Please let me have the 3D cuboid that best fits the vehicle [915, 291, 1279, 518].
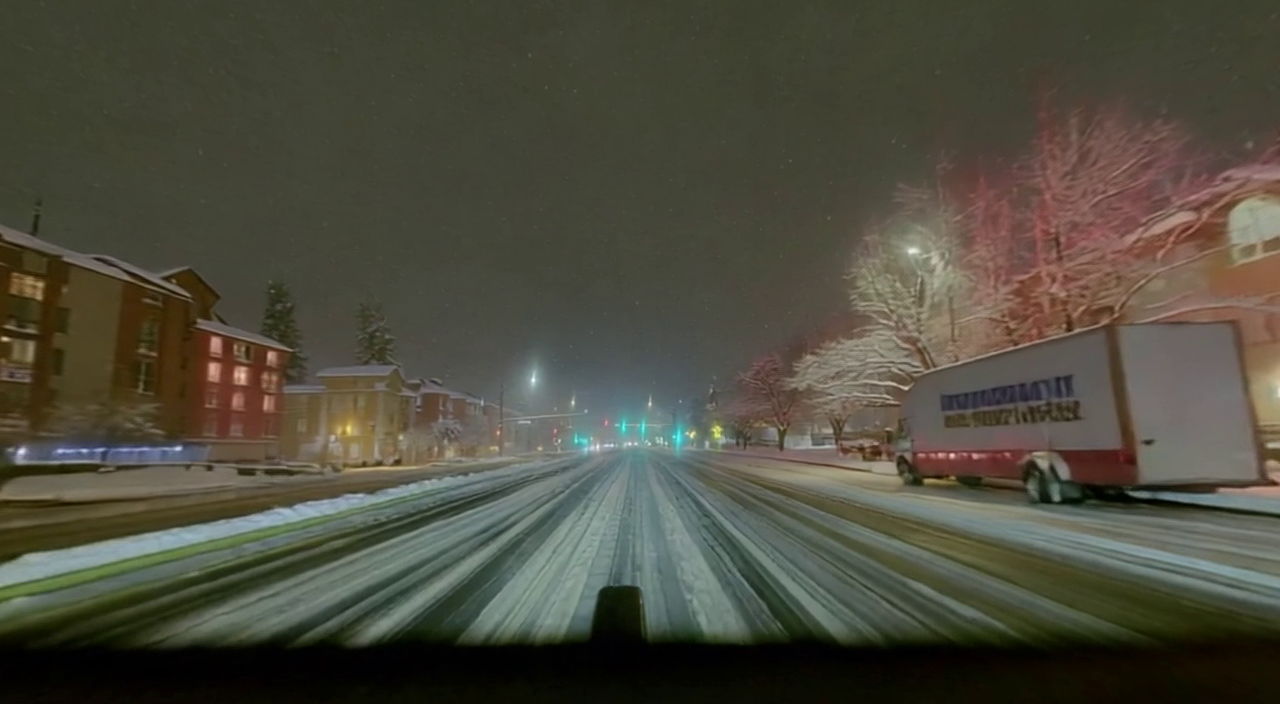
[{"bbox_3d":[10.143,1.513,15.128,3.174,3.794,9.019,-1,-9,1],"label":"vehicle"}]
